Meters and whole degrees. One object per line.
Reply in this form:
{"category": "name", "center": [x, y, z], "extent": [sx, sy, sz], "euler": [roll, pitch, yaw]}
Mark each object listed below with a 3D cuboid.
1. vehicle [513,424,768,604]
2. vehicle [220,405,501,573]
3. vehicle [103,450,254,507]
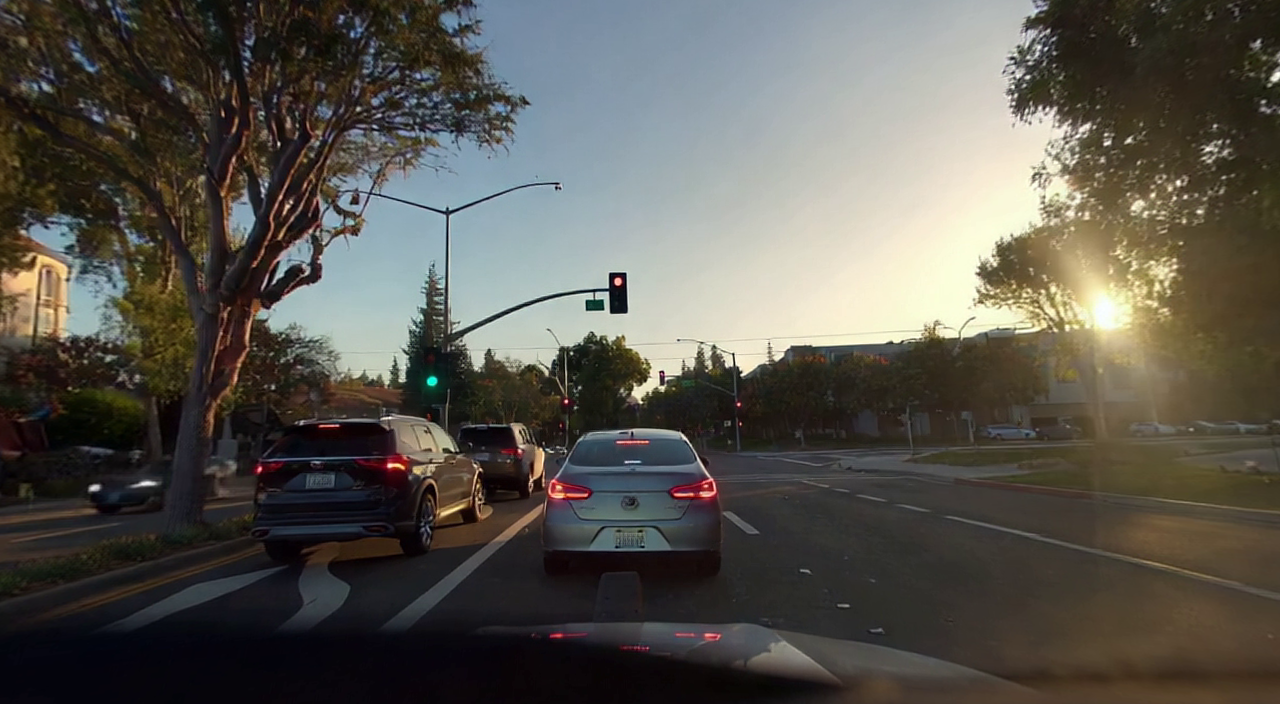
{"category": "vehicle", "center": [-0.052, 1.644, 7.314], "extent": [2.126, 1.475, 3.967], "euler": [0, -8, -2]}
{"category": "vehicle", "center": [-3.428, 1.758, 8.856], "extent": [2.046, 1.751, 4.208], "euler": [0, -8, -1]}
{"category": "vehicle", "center": [-14.326, 3.900, 19.950], "extent": [1.792, 1.570, 4.043], "euler": [0, -8, -2]}
